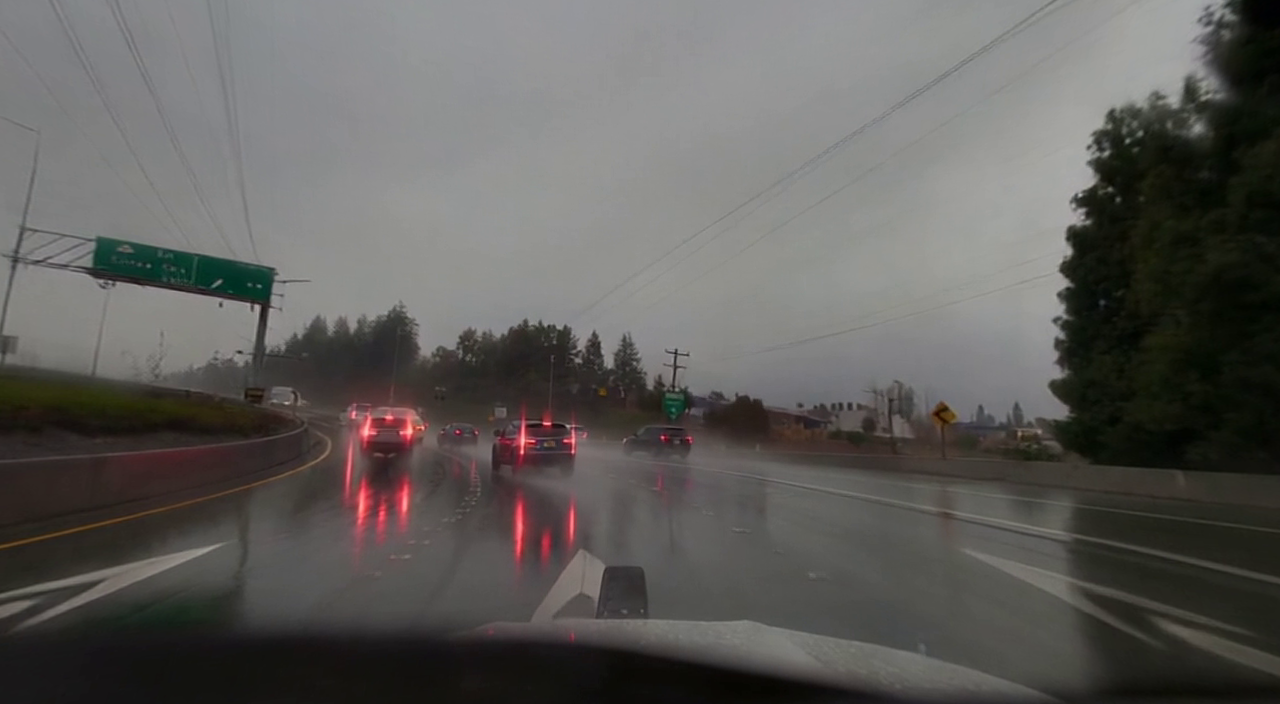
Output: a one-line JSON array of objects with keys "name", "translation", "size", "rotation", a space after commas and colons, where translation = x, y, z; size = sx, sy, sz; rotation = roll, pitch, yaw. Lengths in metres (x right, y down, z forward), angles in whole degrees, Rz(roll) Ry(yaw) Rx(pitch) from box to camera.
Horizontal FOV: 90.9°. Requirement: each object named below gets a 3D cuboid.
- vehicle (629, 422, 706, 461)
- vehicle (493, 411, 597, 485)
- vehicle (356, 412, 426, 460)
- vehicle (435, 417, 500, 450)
[{"name": "vehicle", "translation": [1.286, 4.572, 32.044], "size": [2.079, 1.807, 4.682], "rotation": [3, -9, -22]}, {"name": "vehicle", "translation": [-2.718, 2.604, 17.176], "size": [2.140, 1.724, 4.304], "rotation": [3, -9, -17]}, {"name": "vehicle", "translation": [-8.877, 3.011, 22.342], "size": [2.033, 1.501, 4.623], "rotation": [4, -9, -23]}, {"name": "vehicle", "translation": [-8.272, 3.927, 30.012], "size": [1.832, 1.473, 4.364], "rotation": [5, -10, -31]}]
